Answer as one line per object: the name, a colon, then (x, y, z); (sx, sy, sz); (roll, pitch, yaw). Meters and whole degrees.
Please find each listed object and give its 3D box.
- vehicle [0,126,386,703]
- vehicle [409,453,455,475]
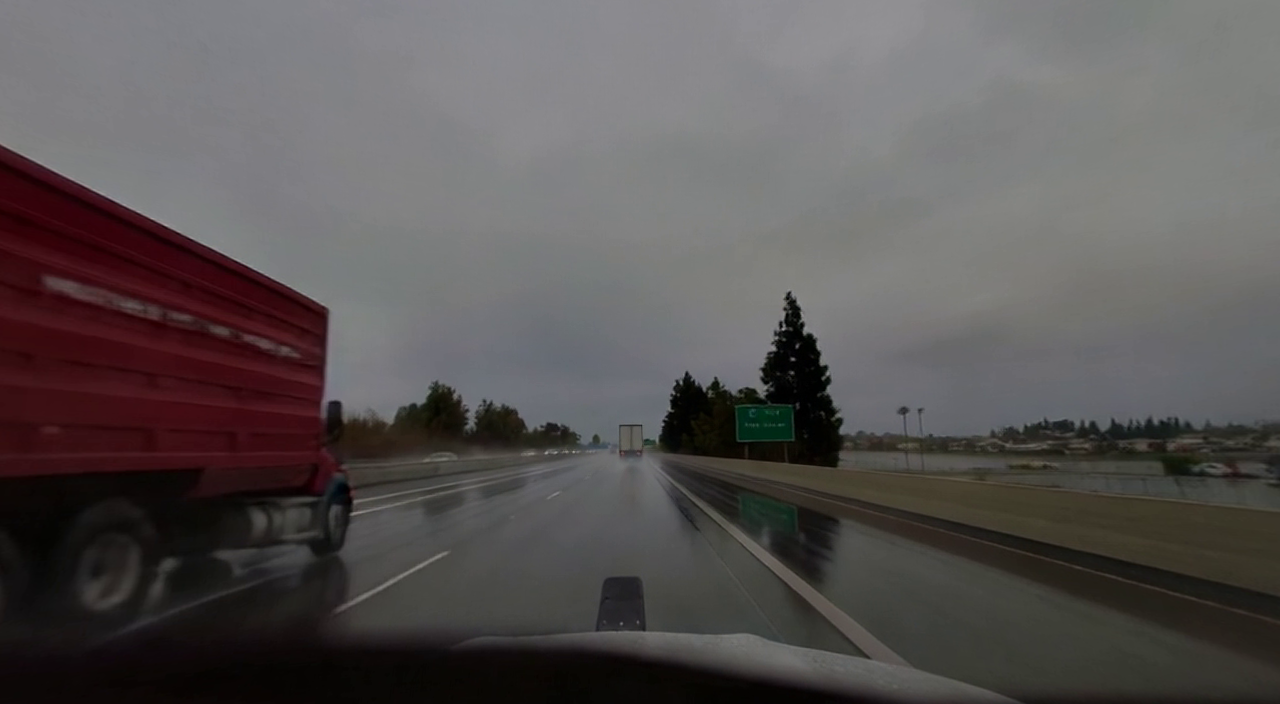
vehicle: (-4.295, 0.539, 4.399); (2.368, 2.813, 6.329); (0, -9, 0)
vehicle: (-14.227, 7.666, 43.408); (1.753, 1.440, 4.034); (0, -9, 0)
